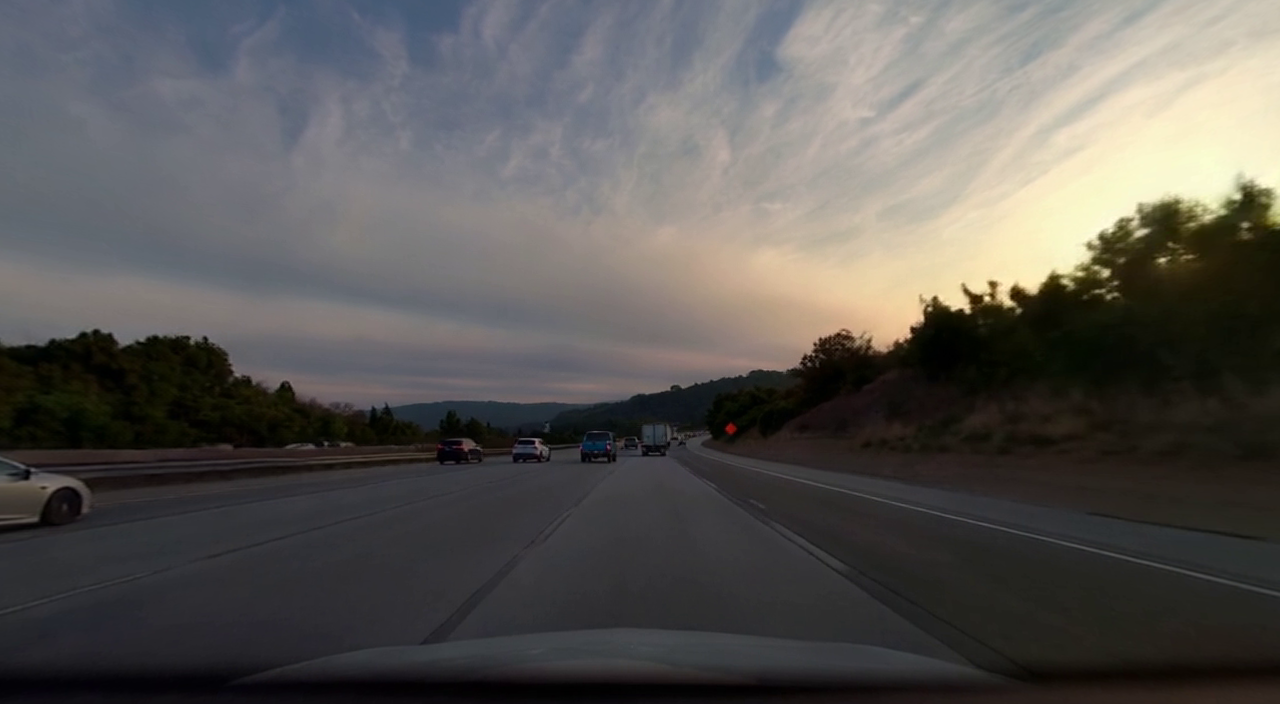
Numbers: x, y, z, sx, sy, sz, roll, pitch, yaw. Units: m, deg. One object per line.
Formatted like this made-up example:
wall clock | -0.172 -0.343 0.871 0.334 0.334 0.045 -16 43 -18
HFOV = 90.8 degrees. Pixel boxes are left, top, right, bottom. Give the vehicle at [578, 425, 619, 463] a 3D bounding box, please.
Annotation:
vehicle | -2.812 6.484 44.422 2.328 2.519 5.238 0 -8 3

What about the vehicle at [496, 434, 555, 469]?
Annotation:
vehicle | -6.442 5.662 36.131 2.206 1.838 4.889 0 -8 3

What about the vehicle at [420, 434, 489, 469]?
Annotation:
vehicle | -10.195 5.535 35.252 2.080 1.777 5.450 0 -8 1

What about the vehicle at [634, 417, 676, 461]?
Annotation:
vehicle | 1.077 6.226 45.239 2.768 2.854 6.757 0 -8 1
